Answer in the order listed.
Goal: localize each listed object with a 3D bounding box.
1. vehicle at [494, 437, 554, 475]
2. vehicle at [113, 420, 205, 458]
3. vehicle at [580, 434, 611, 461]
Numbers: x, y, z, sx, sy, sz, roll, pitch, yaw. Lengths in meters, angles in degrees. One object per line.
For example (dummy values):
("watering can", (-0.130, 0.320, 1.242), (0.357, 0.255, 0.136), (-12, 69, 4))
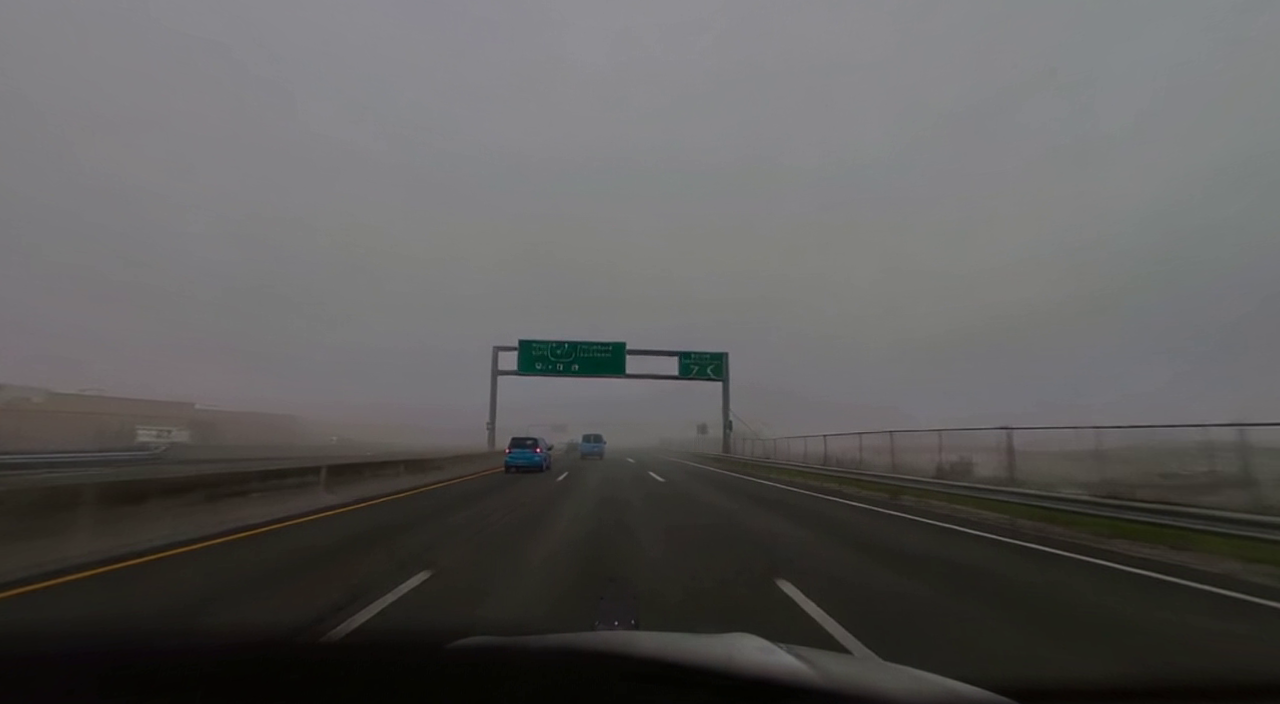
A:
("vehicle", (-5.114, 4.626, 28.221), (2.045, 1.547, 4.162), (0, -8, -2))
("vehicle", (-30.933, 5.622, 40.739), (2.173, 2.174, 5.446), (4, -8, -8))
("vehicle", (-3.299, 7.177, 47.324), (2.260, 1.901, 4.665), (0, -8, -3))
